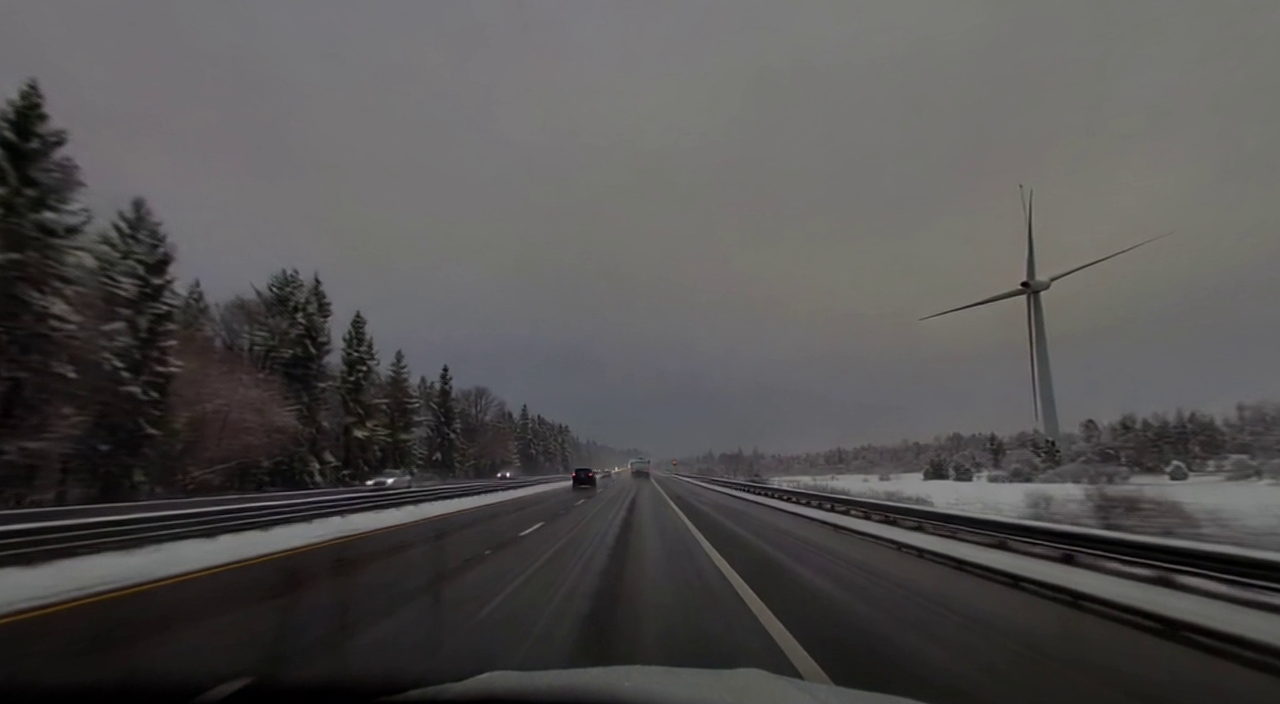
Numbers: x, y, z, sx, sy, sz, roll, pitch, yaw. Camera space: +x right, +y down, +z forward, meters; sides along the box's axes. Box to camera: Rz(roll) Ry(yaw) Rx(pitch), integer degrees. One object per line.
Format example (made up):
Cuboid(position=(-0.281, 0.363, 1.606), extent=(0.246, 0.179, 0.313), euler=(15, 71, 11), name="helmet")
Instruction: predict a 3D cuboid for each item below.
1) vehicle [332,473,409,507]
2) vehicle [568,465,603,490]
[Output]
Cuboid(position=(-12.820, 6.555, 30.220), extent=(1.822, 1.431, 4.146), euler=(1, -11, 0), name="vehicle")
Cuboid(position=(-3.898, 9.125, 46.024), extent=(2.124, 1.705, 4.440), euler=(1, -11, 0), name="vehicle")
